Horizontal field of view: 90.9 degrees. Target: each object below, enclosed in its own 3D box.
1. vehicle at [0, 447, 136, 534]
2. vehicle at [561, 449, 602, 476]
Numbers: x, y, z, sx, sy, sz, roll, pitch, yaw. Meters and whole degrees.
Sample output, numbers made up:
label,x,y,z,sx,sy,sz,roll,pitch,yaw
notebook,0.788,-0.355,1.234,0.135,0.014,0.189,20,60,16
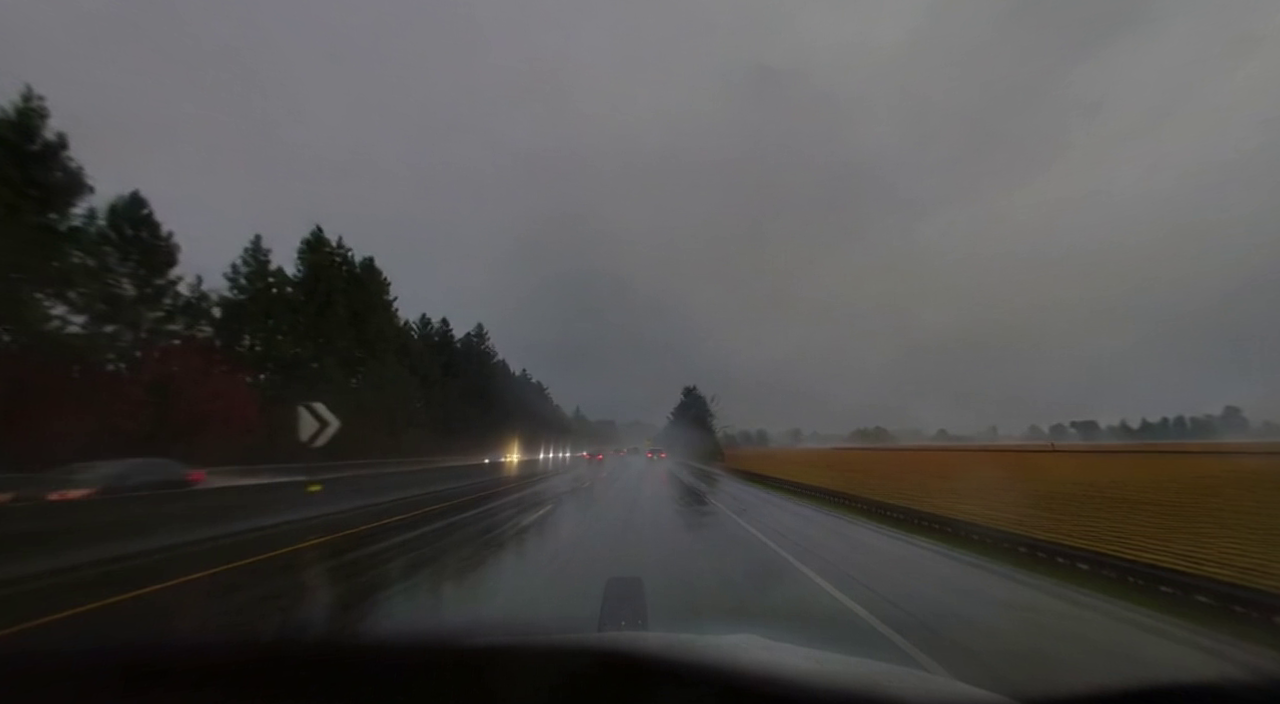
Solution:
label,x,y,z,sx,sy,sz,roll,pitch,yaw
vehicle,-12.573,2.594,11.963,2.005,1.555,4.819,0,-9,0
vehicle,-3.394,6.549,37.522,1.970,1.483,4.097,-1,-9,1
